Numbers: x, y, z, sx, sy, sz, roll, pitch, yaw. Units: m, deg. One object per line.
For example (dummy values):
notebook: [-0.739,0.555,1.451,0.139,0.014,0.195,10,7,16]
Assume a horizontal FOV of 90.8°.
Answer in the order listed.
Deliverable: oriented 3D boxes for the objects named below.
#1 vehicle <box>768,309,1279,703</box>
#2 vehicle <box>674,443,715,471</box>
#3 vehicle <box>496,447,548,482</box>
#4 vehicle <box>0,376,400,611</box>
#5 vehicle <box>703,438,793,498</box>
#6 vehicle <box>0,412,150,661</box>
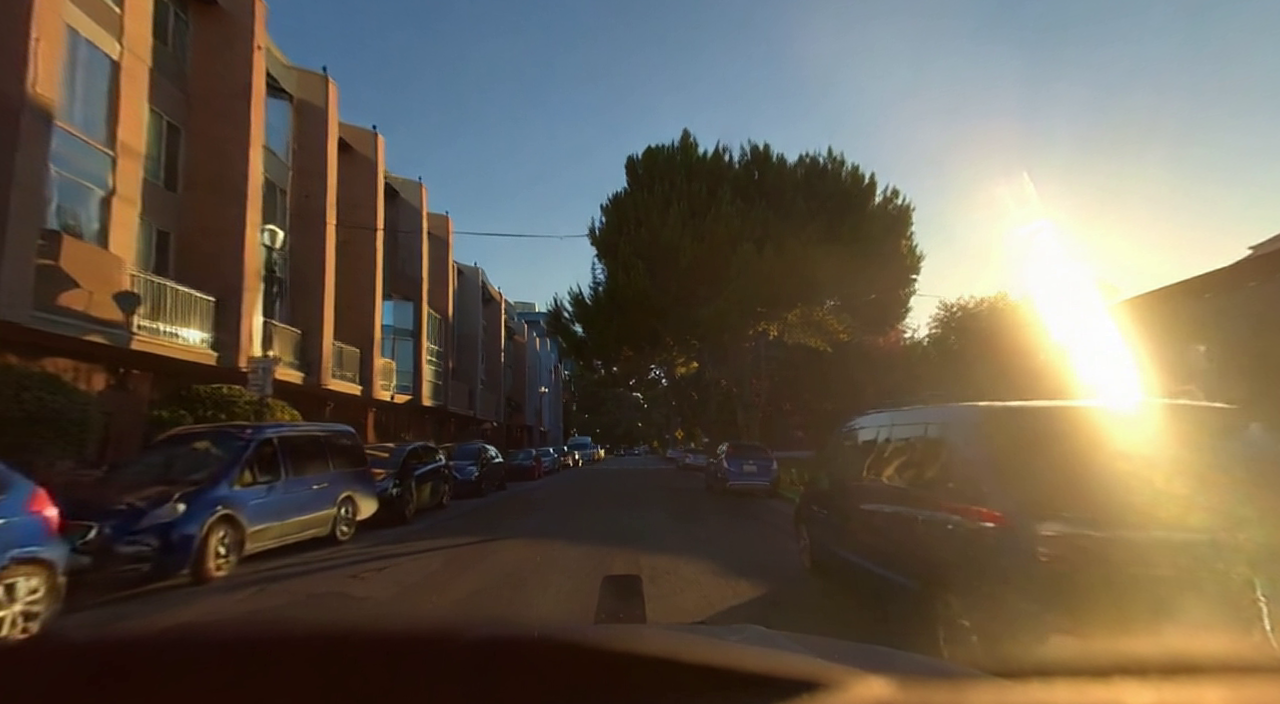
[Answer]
vehicle: [2.776,1.003,5.032,2.259,2.119,5.281,-1,-2,-2]
vehicle: [3.068,6.038,36.320,1.835,1.490,4.134,0,-9,-2]
vehicle: [-5.397,5.163,29.296,1.722,1.491,3.431,0,-9,0]
vehicle: [-5.444,1.723,8.660,2.196,2.059,5.748,-2,-9,-1]
vehicle: [2.979,3.297,18.234,1.903,1.512,3.900,0,-9,0]
vehicle: [-5.451,1.124,3.339,1.838,1.725,4.660,0,-9,2]
